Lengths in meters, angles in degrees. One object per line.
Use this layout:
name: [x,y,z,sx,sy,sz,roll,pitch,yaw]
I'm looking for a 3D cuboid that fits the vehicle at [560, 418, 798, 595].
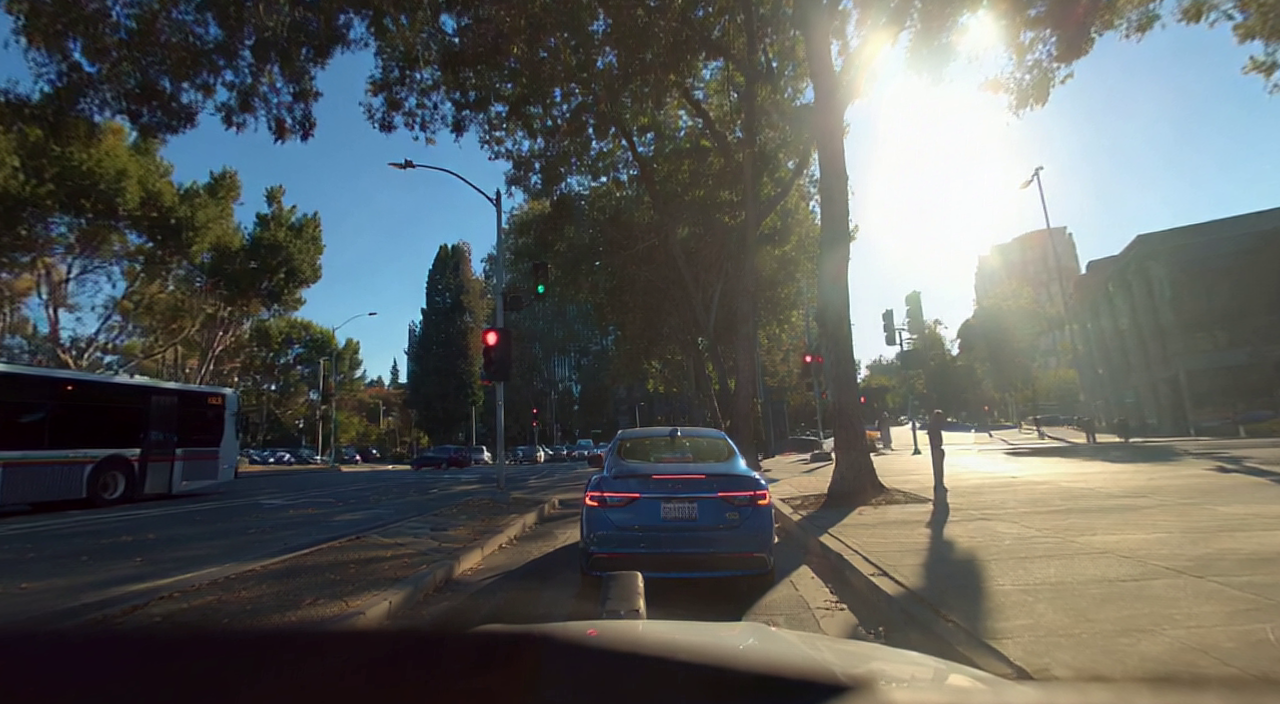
vehicle: [0.371,1.612,7.393,2.035,1.499,3.799,0,-8,1]
